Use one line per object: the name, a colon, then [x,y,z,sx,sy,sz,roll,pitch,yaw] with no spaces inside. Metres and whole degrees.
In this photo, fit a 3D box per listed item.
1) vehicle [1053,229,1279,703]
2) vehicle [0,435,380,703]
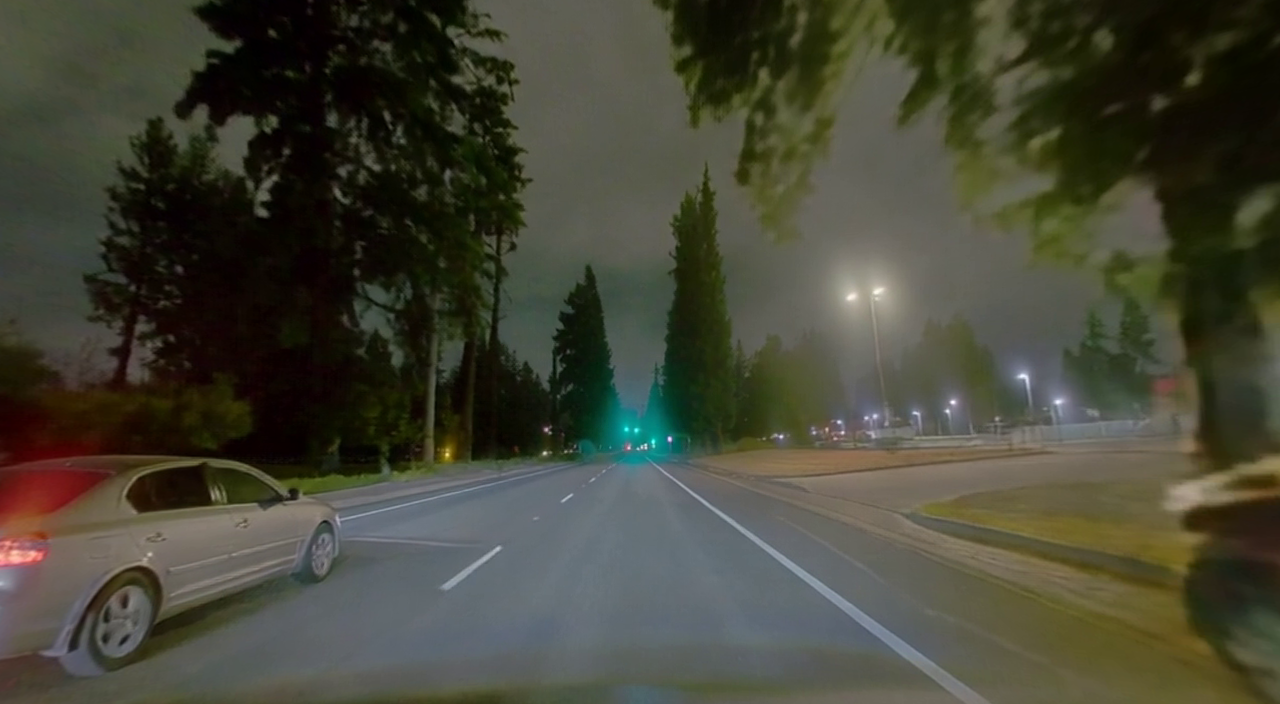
vehicle: [4.349,0.325,1.032,2.554,2.388,6.973,0,-8,0]
vehicle: [-4.049,1.462,5.310,1.946,1.437,4.154,0,-8,0]
